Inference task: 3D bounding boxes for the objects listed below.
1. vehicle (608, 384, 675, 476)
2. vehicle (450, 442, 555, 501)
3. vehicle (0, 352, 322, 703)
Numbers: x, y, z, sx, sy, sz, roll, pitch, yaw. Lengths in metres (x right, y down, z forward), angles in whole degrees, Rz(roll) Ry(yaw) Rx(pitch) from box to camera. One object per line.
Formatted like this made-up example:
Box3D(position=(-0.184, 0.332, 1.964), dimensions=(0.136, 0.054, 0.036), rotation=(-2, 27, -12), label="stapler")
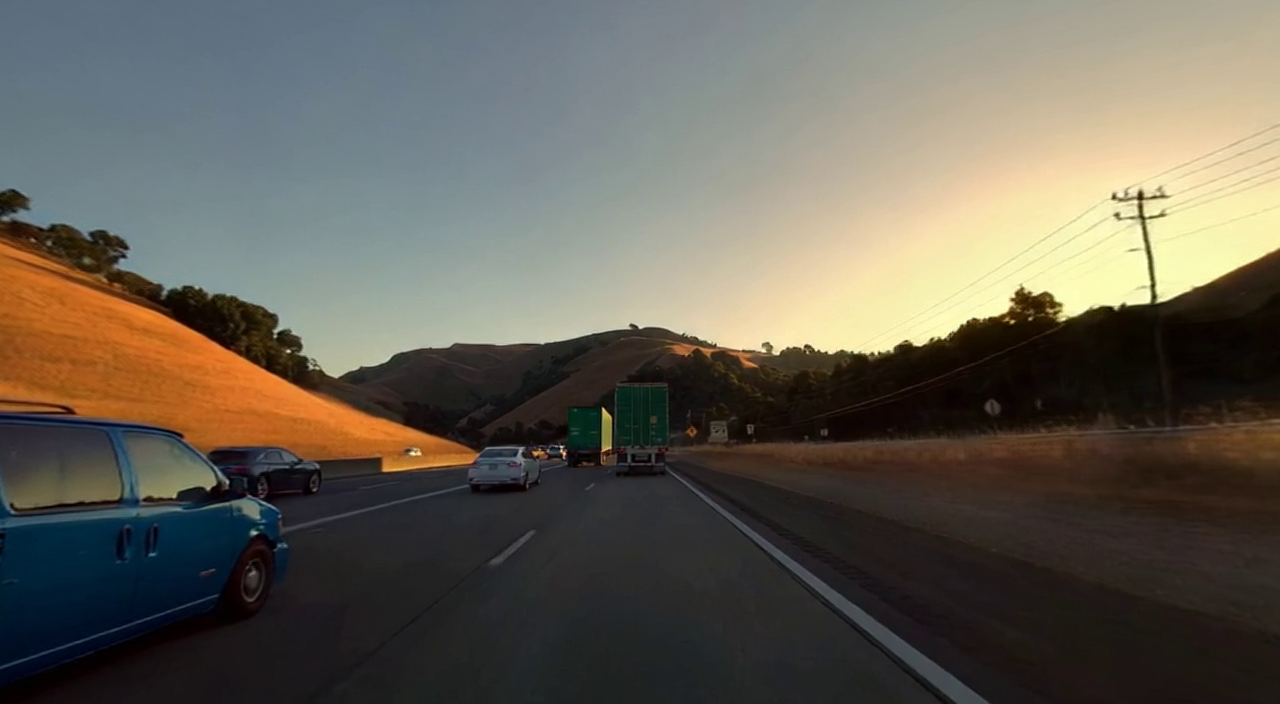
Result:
Box3D(position=(0.142, 4.193, 33.075), dimensions=(2.913, 3.988, 10.874), rotation=(0, -8, 1), label="vehicle")
Box3D(position=(-3.699, 3.279, 17.765), dimensions=(1.950, 1.446, 4.224), rotation=(0, -8, 1), label="vehicle")
Box3D(position=(-4.071, 0.964, 3.382), dimensions=(2.136, 1.779, 4.875), rotation=(0, -8, 1), label="vehicle")
